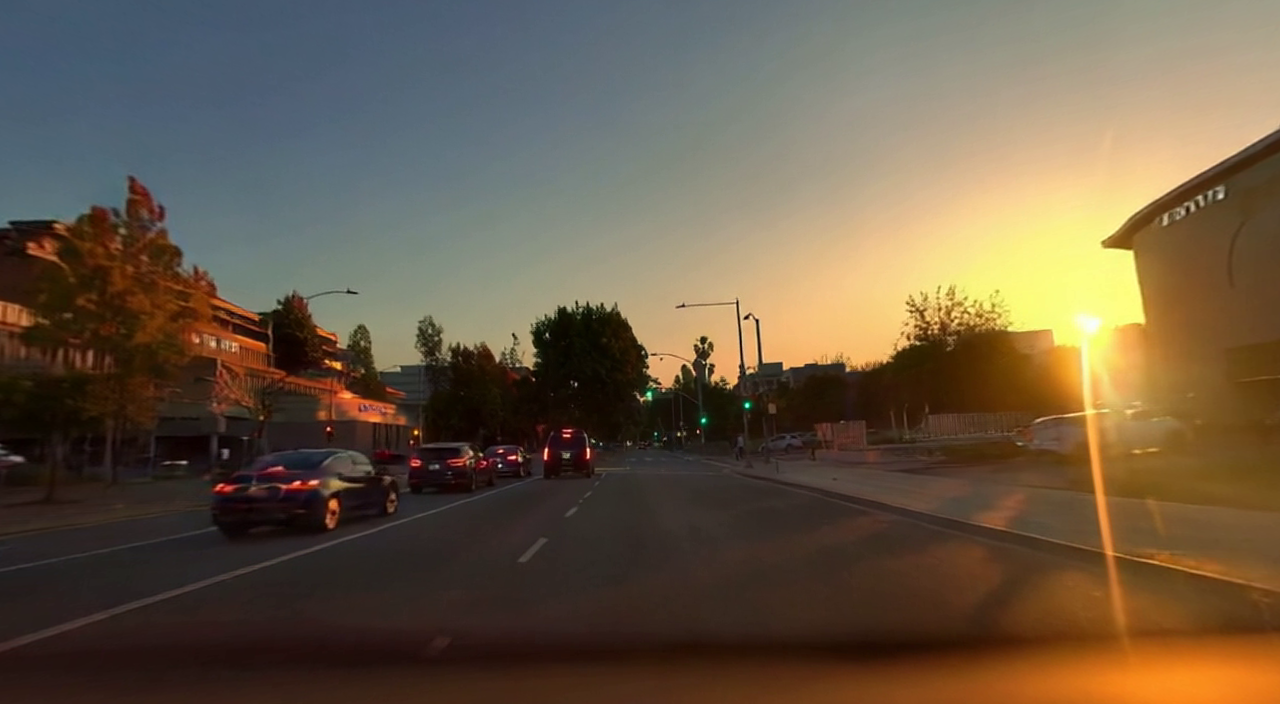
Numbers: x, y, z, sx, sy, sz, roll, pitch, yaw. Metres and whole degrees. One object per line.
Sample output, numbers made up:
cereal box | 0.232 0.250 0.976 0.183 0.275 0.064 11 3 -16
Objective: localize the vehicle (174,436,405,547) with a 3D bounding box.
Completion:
vehicle | -5.705 2.265 10.906 1.889 1.572 3.599 0 -8 0

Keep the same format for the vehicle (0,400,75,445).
vehicle | -25.566 2.883 25.488 3.618 1.730 1.821 0 -8 -2

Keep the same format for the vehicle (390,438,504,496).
vehicle | -6.016 3.630 20.372 2.228 1.652 4.593 0 -8 0

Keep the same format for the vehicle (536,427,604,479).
vehicle | -3.044 4.568 28.823 2.496 2.155 5.468 0 -8 0
